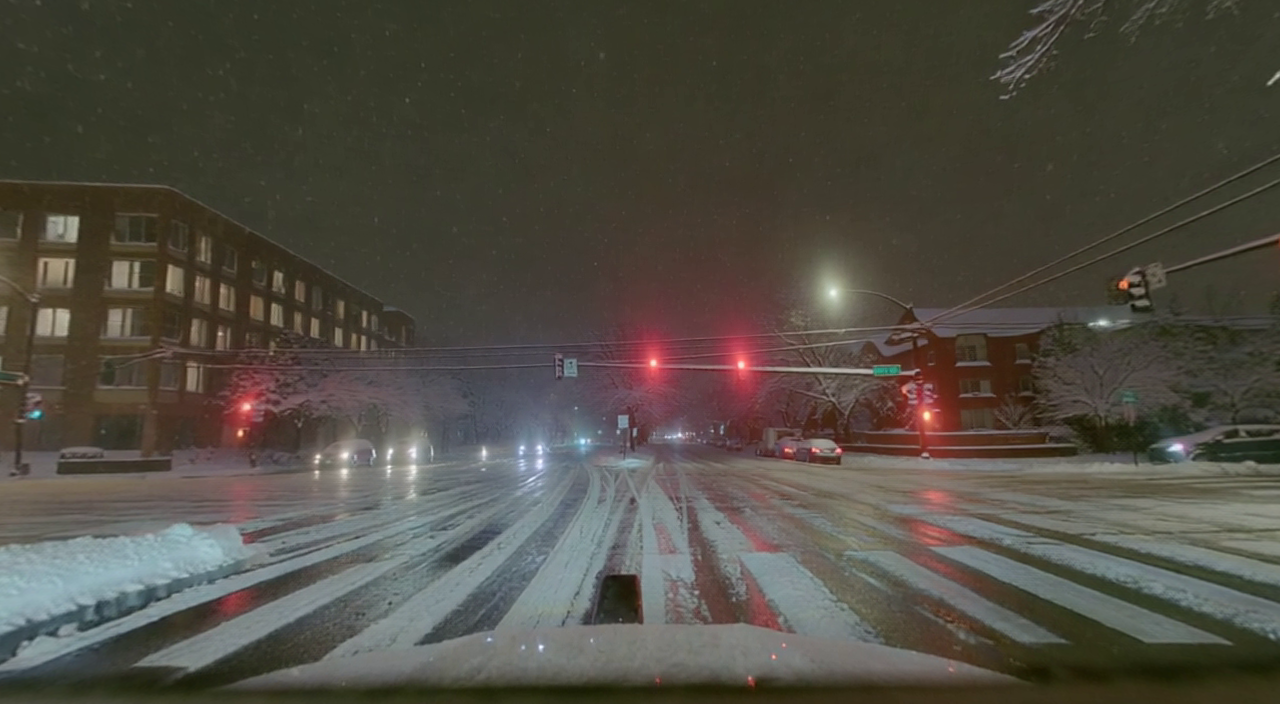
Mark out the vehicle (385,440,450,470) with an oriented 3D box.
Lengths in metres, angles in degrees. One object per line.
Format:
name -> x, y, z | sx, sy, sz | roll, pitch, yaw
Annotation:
vehicle -> -15.143, 7.032, 43.162 | 2.340, 1.946, 5.450 | 0, -9, 2

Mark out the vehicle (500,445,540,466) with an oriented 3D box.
vehicle -> -8.091, 7.001, 42.609 | 1.910, 1.321, 3.692 | 0, -9, 2

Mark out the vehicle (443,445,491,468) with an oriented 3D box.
vehicle -> -11.634, 7.079, 42.693 | 1.911, 1.476, 4.297 | -1, -9, 2

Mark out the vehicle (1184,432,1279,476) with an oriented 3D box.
vehicle -> 22.318, 3.581, 22.237 | 4.474, 1.477, 1.908 | 0, -9, -2

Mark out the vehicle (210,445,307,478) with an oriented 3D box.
vehicle -> -22.974, 6.563, 38.150 | 2.032, 1.839, 4.884 | -3, -9, 15

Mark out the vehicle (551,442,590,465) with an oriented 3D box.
vehicle -> -4.534, 6.710, 41.674 | 1.954, 1.431, 4.050 | 0, -9, 2

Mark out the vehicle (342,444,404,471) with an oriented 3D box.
vehicle -> -18.563, 7.347, 44.005 | 2.237, 1.801, 4.541 | 0, -9, 1
